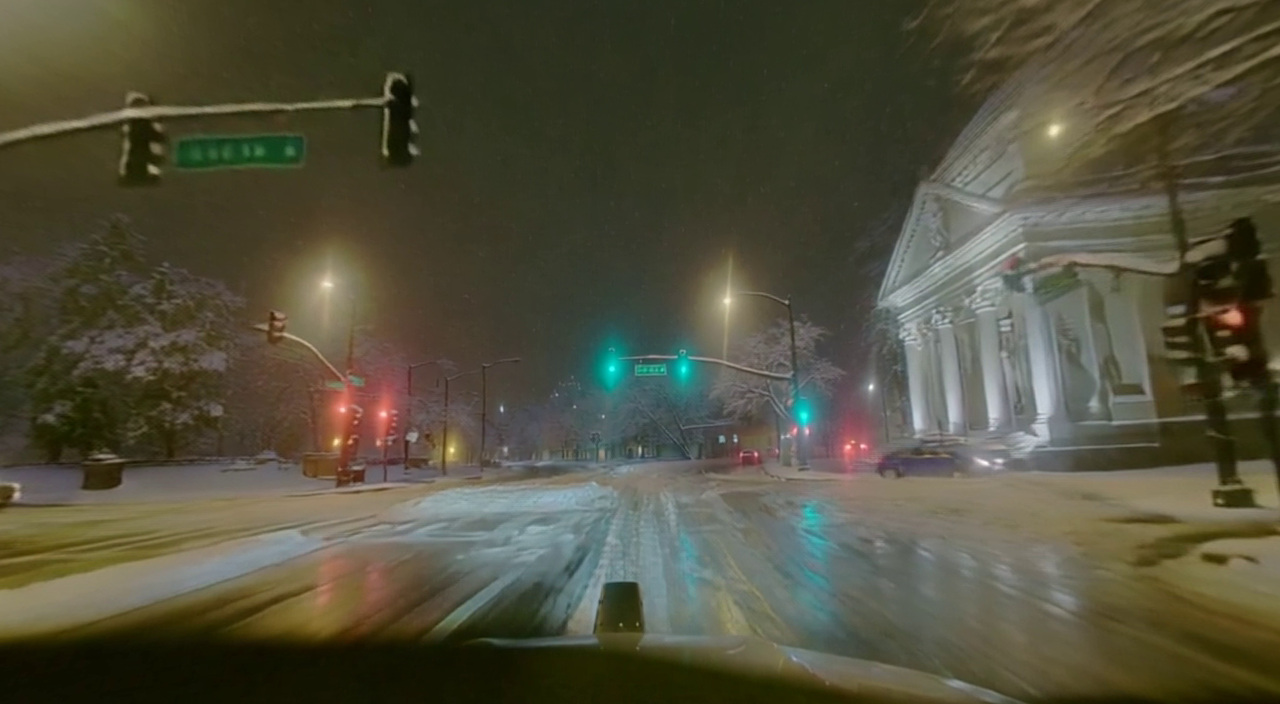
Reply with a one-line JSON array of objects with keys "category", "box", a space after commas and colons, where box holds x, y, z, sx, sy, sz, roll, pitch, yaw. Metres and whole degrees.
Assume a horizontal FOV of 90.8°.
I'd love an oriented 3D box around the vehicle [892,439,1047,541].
[{"category": "vehicle", "box": [5.942, 2.425, 11.939, 2.085, 1.530, 4.125, -3, -9, 21]}]
